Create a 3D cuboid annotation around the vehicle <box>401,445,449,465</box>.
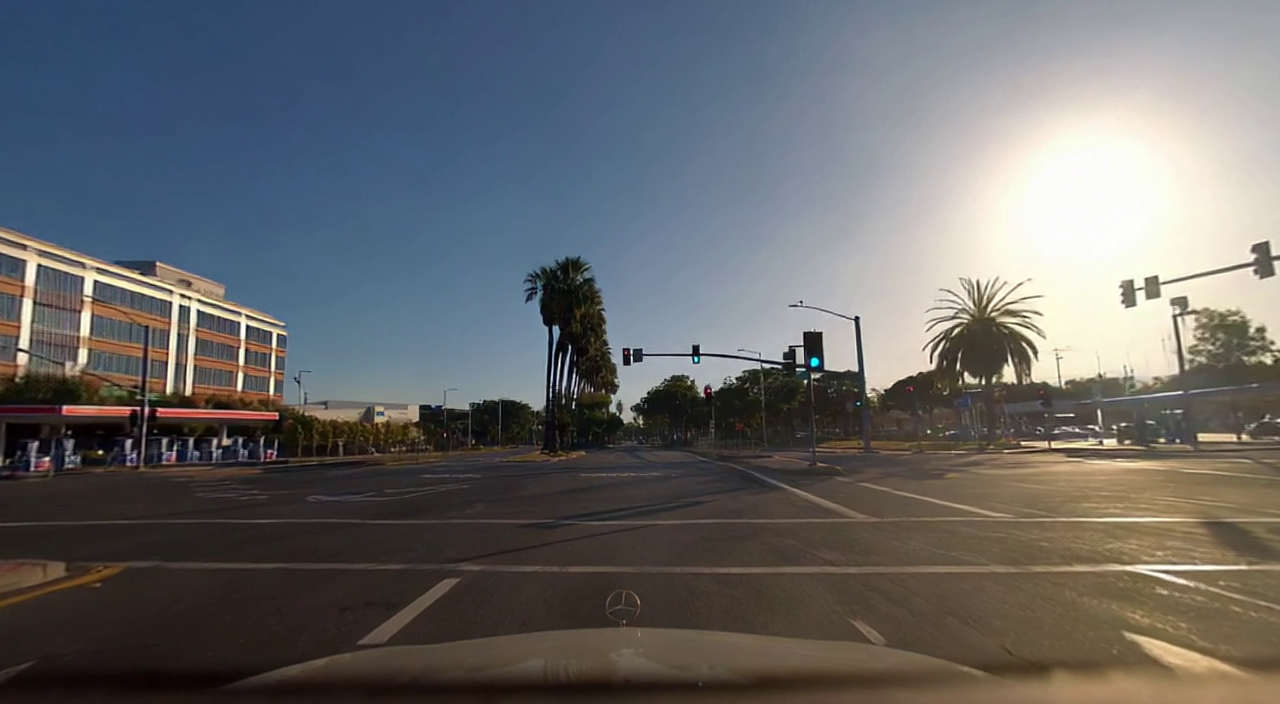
[{"bbox_3d":[-16.377,7.867,48.137,2.033,1.467,4.504,0,-8,0],"label":"vehicle"}]
